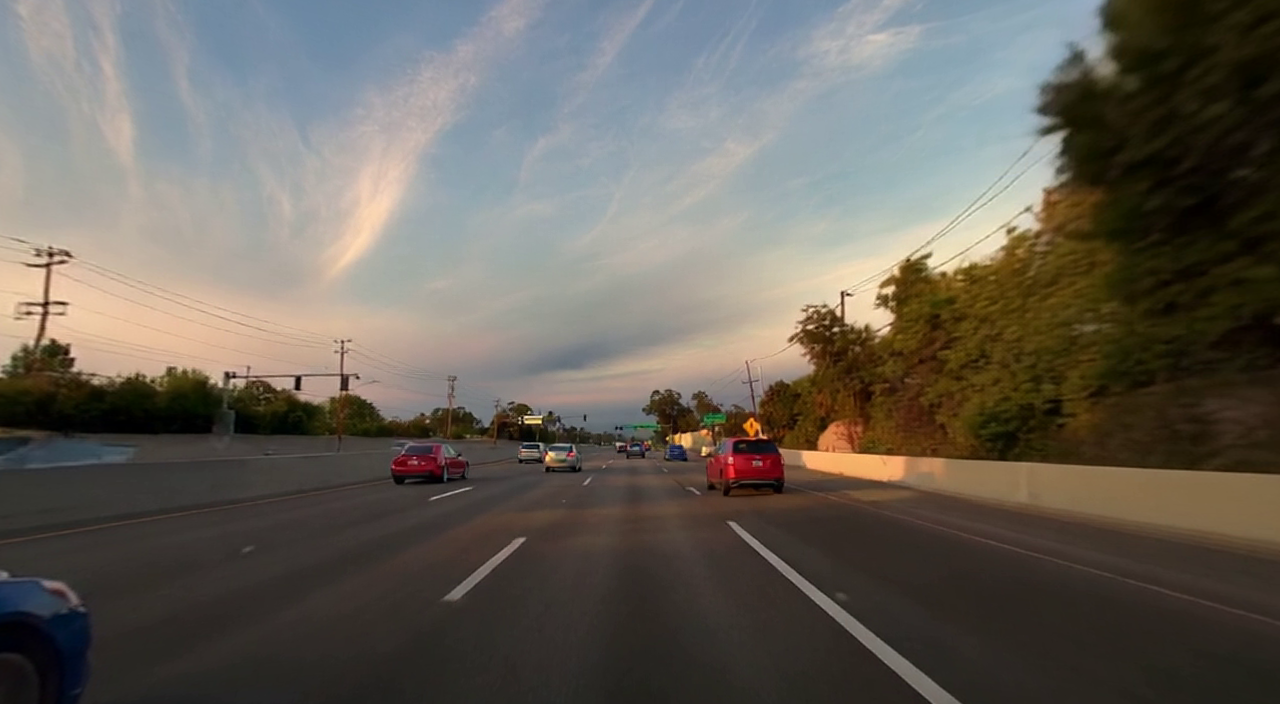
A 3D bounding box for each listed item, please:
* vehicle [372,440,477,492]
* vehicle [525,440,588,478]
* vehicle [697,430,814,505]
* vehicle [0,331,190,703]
[{"bbox_3d":[-6.713,3.575,20.209,1.903,1.482,4.180,0,-8,-1],"label":"vehicle"},{"bbox_3d":[-3.455,4.541,27.081,2.066,1.488,4.377,0,-8,1],"label":"vehicle"},{"bbox_3d":[2.806,2.925,16.463,2.100,1.659,4.387,0,-8,-1],"label":"vehicle"},{"bbox_3d":[-3.236,0.595,0.835,2.104,1.707,4.338,0,-8,-1],"label":"vehicle"}]
